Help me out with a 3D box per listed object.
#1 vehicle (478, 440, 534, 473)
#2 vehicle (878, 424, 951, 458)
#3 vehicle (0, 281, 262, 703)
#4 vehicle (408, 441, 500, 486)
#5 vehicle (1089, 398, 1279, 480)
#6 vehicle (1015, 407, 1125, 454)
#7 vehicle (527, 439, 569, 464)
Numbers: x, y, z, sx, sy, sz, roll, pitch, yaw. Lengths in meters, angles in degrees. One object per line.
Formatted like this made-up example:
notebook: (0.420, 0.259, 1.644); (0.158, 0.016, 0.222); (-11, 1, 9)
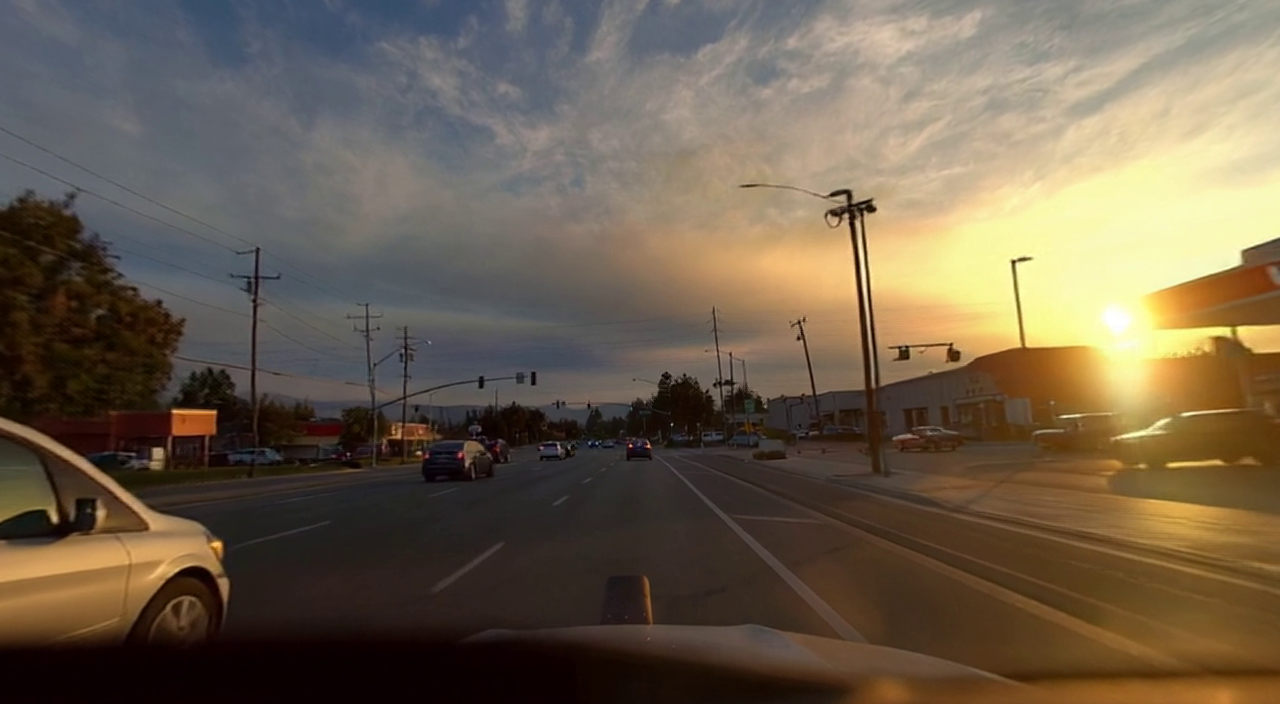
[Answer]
vehicle: (-6.659, 5.224, 31.771); (1.804, 1.513, 4.191); (0, -8, 2)
vehicle: (16.024, 5.249, 37.127); (2.116, 1.849, 4.806); (0, -9, 0)
vehicle: (-3.254, 0.543, 1.127); (2.190, 1.844, 4.751); (0, -8, 0)
vehicle: (-6.657, 4.004, 23.088); (1.960, 1.468, 4.345); (0, -8, 1)
vehicle: (15.981, 2.440, 17.749); (2.178, 1.911, 5.852); (-1, -8, -2)
vehicle: (23.739, 4.426, 35.171); (2.314, 2.302, 5.730); (-4, -8, 5)
vehicle: (-6.286, 6.848, 43.443); (2.130, 1.636, 4.427); (0, -8, 2)
